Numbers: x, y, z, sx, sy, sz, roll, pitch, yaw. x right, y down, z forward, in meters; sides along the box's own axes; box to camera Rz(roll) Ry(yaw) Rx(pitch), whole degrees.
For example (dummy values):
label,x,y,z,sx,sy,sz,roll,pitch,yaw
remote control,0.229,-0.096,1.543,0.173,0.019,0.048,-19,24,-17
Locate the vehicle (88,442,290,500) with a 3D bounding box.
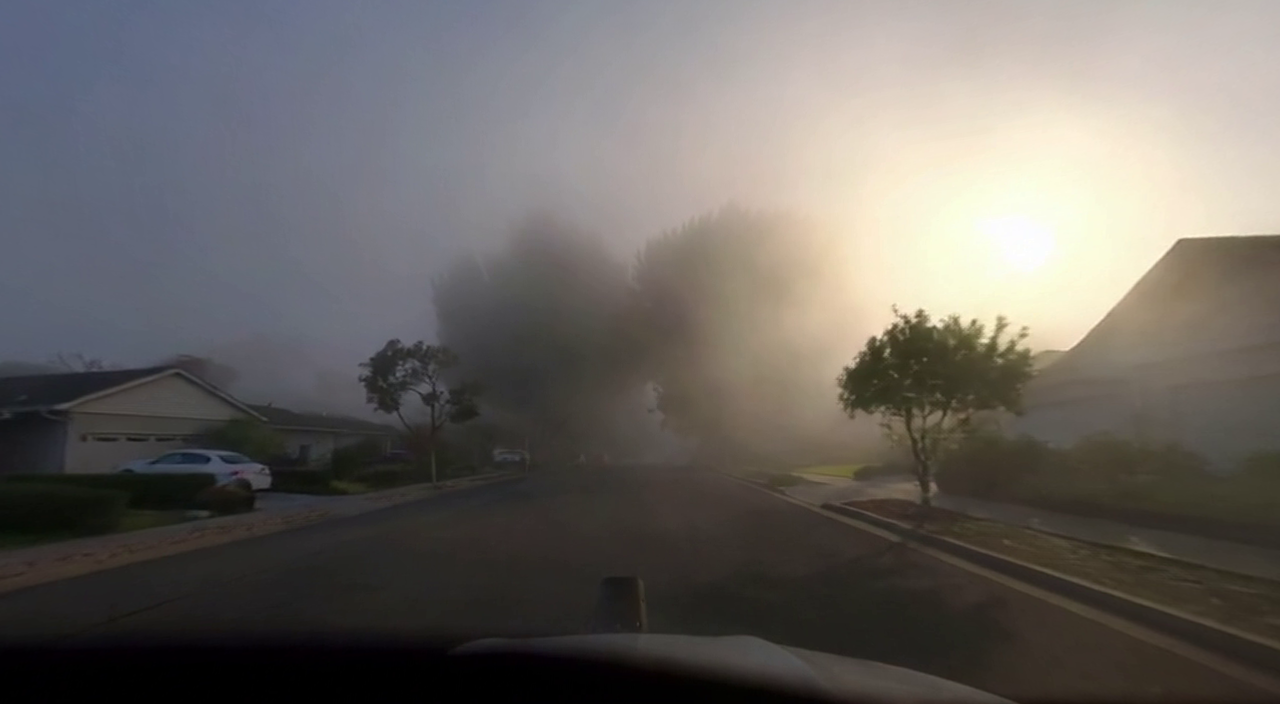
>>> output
label,x,y,z,sx,sy,sz,roll,pitch,yaw
vehicle,-13.869,3.671,19.569,4.850,1.676,1.920,-1,-9,3
